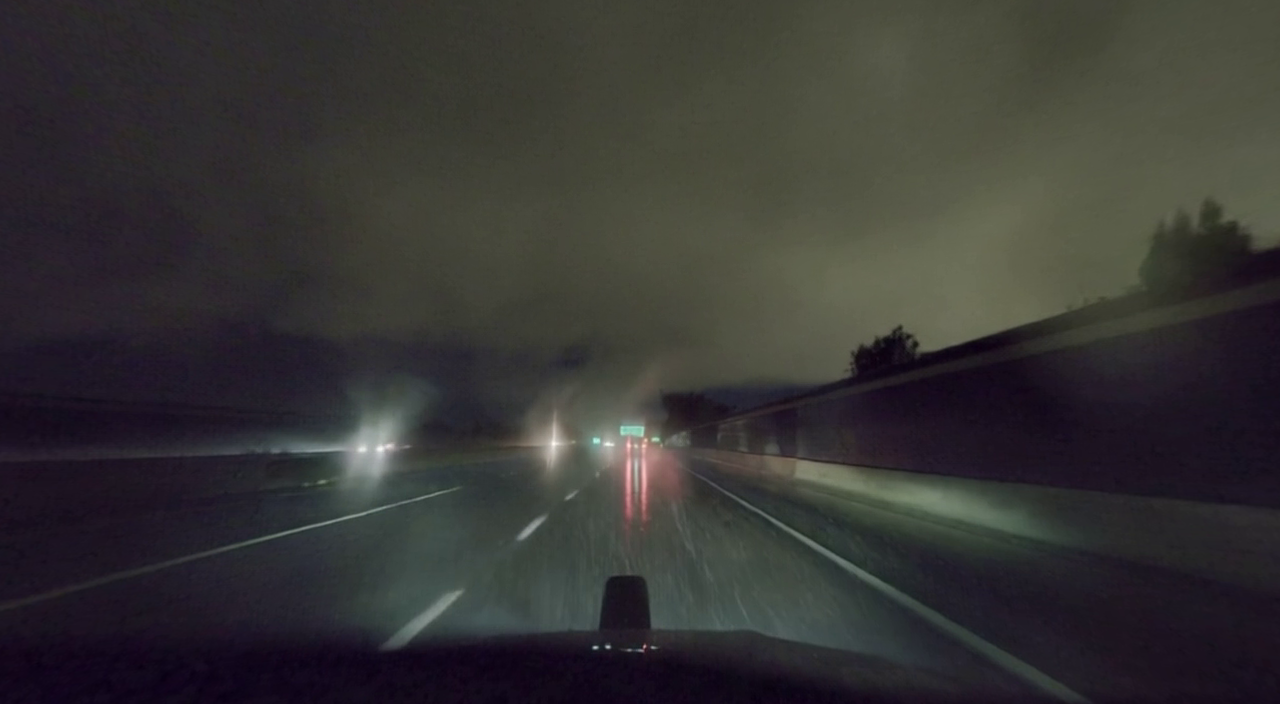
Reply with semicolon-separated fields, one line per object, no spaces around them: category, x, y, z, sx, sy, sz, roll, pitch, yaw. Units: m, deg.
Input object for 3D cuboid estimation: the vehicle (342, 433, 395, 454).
vehicle;-21.156;7.146;49.271;1.994;1.536;4.786;0;-8;0
